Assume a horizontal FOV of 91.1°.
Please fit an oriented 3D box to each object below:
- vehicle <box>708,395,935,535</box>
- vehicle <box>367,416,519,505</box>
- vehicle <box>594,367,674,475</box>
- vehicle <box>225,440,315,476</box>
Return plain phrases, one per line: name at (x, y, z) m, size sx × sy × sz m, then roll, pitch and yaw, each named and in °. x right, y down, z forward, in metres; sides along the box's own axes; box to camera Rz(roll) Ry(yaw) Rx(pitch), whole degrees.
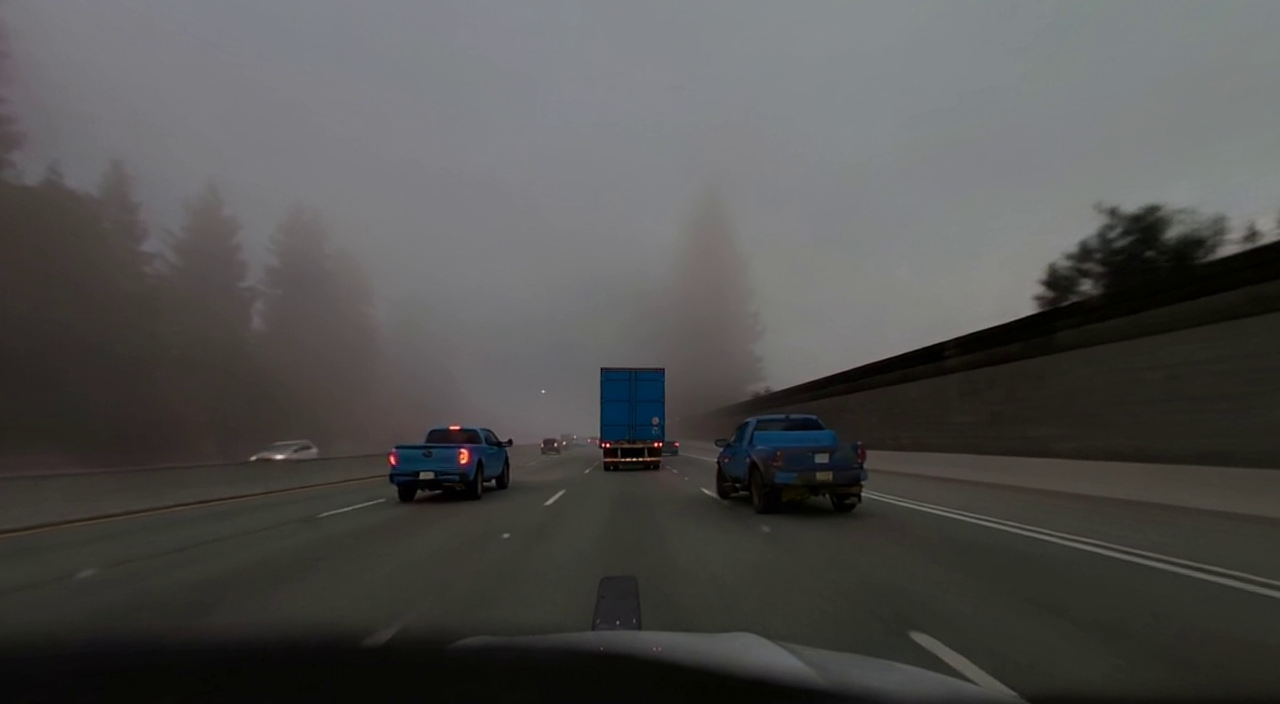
vehicle at (2.678, 1.819, 10.813) m, size 2.118 × 1.832 × 4.901 m, roll 0°, pitch -8°, yaw -4°
vehicle at (-4.328, 2.452, 14.684) m, size 2.134 × 1.752 × 4.375 m, roll 0°, pitch -8°, yaw 0°
vehicle at (-0.551, 3.209, 28.083) m, size 2.904 × 3.915 × 10.473 m, roll 0°, pitch -8°, yaw -4°
vehicle at (-19.966, 5.690, 34.251) m, size 1.941 × 1.795 × 5.025 m, roll 0°, pitch -8°, yaw -1°
